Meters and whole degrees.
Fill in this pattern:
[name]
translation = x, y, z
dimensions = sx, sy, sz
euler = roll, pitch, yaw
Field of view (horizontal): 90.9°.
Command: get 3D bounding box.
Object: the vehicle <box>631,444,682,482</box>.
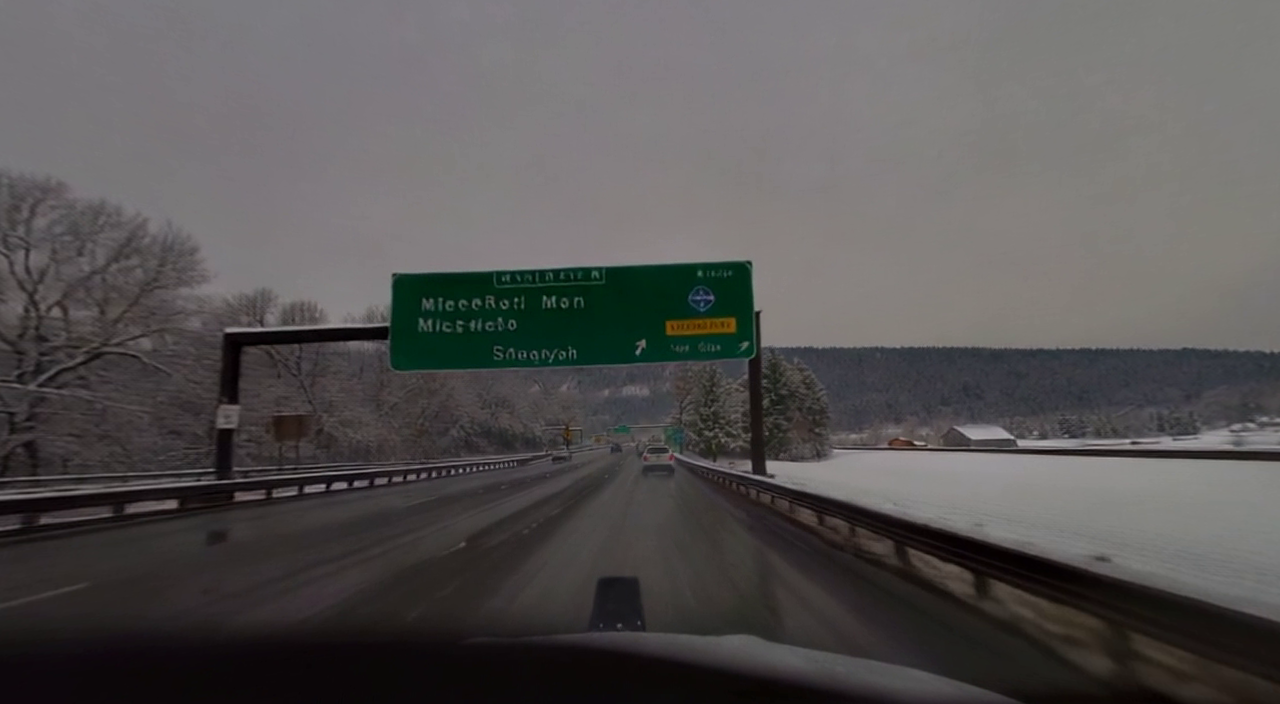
[vehicle]
translation = 0.681, 4.744, 27.248
dimensions = 2.019, 1.475, 4.301
euler = -1, -9, 0
